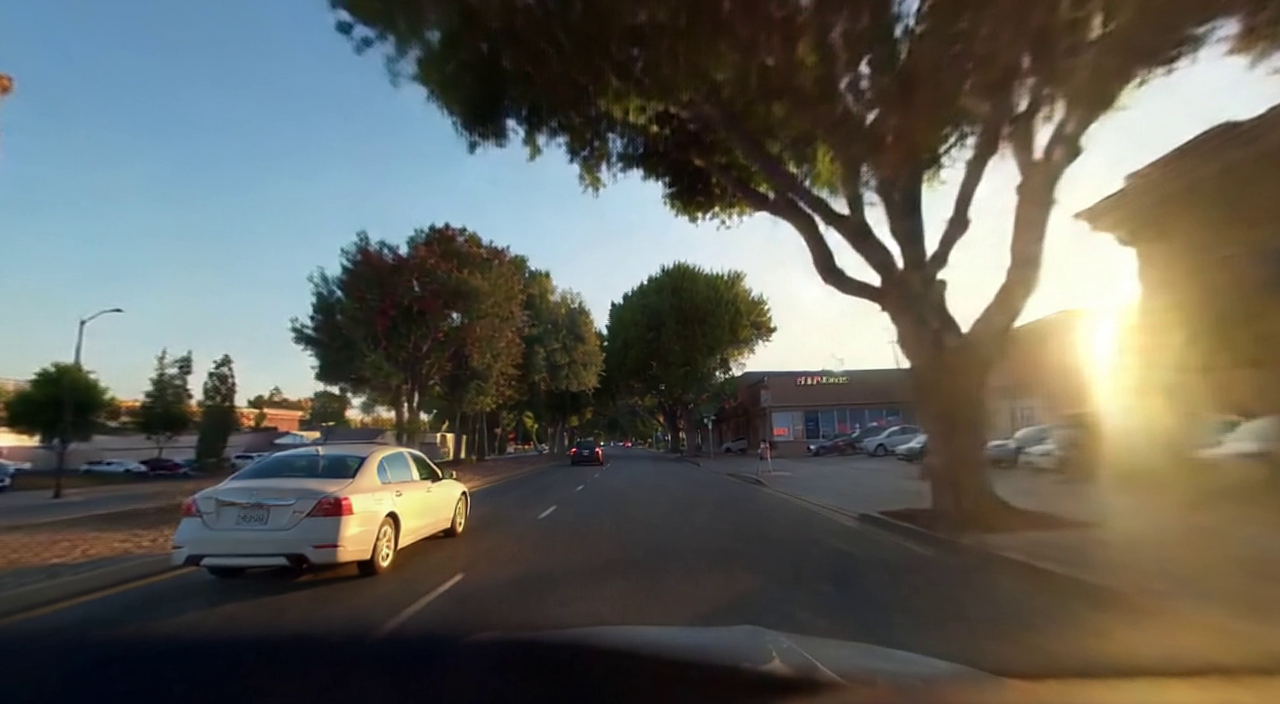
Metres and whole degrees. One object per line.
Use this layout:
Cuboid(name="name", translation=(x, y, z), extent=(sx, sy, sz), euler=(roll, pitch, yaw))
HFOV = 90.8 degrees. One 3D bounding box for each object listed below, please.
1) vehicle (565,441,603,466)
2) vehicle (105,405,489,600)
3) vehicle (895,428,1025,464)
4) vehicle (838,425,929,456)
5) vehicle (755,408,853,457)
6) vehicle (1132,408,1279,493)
Cuboid(name="vehicle", translation=(-3.412, 6.292, 39.229), extent=(1.955, 1.461, 4.396), euler=(0, -9, -1))
Cuboid(name="vehicle", translation=(-3.505, 1.640, 7.780), extent=(2.126, 1.655, 4.560), euler=(0, -9, 0))
Cuboid(name="vehicle", translation=(13.485, 3.991, 26.773), extent=(4.470, 1.427, 1.872), euler=(0, -9, -3))
Cuboid(name="vehicle", translation=(13.364, 4.904, 34.881), extent=(4.165, 1.650, 1.946), euler=(0, -9, -2))
Cuboid(name="vehicle", translation=(12.340, 6.130, 47.971), extent=(6.427, 3.417, 2.845), euler=(-1, -8, -2))
Cuboid(name="vehicle", translation=(13.292, 1.948, 13.035), extent=(4.697, 1.518, 1.990), euler=(-2, -9, -5))
